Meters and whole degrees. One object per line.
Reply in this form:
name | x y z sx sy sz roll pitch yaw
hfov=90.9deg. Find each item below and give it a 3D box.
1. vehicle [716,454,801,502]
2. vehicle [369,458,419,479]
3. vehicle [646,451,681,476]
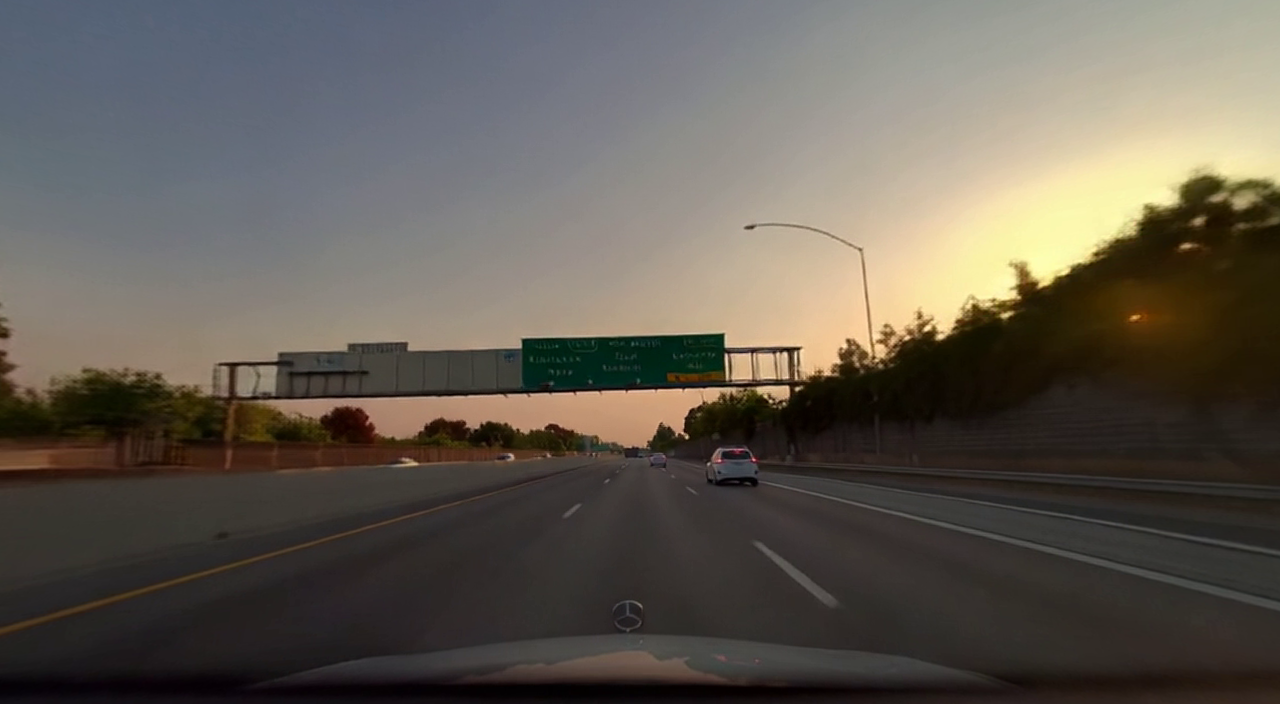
vehicle | 3.575 3.857 19.651 1.883 1.320 3.386 0 -9 -1
vehicle | -19.323 9.168 49.700 1.909 1.514 4.719 -1 -9 2
vehicle | 1.400 6.876 39.042 2.065 1.400 4.028 0 -9 1
